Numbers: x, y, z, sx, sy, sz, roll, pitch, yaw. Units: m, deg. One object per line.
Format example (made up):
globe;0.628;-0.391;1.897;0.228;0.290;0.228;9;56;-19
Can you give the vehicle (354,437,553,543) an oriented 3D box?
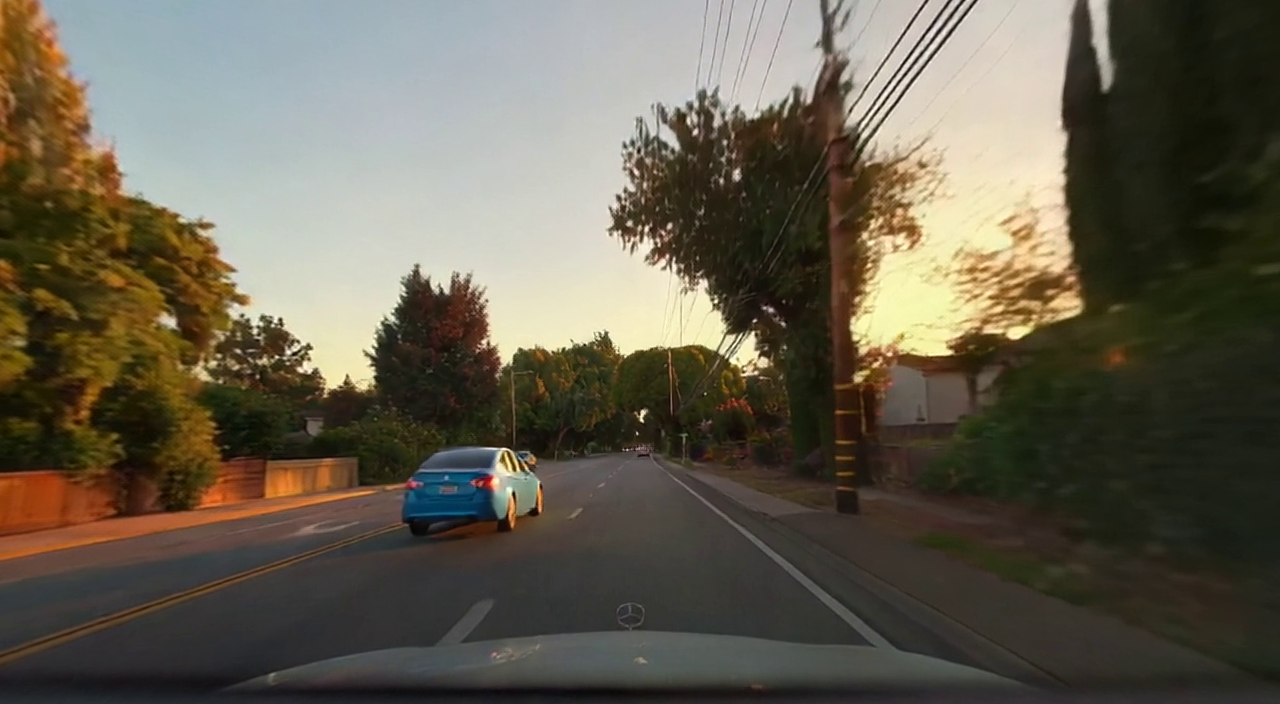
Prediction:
vehicle;-3.074;2.383;11.740;2.085;1.512;5.023;0;-8;1
